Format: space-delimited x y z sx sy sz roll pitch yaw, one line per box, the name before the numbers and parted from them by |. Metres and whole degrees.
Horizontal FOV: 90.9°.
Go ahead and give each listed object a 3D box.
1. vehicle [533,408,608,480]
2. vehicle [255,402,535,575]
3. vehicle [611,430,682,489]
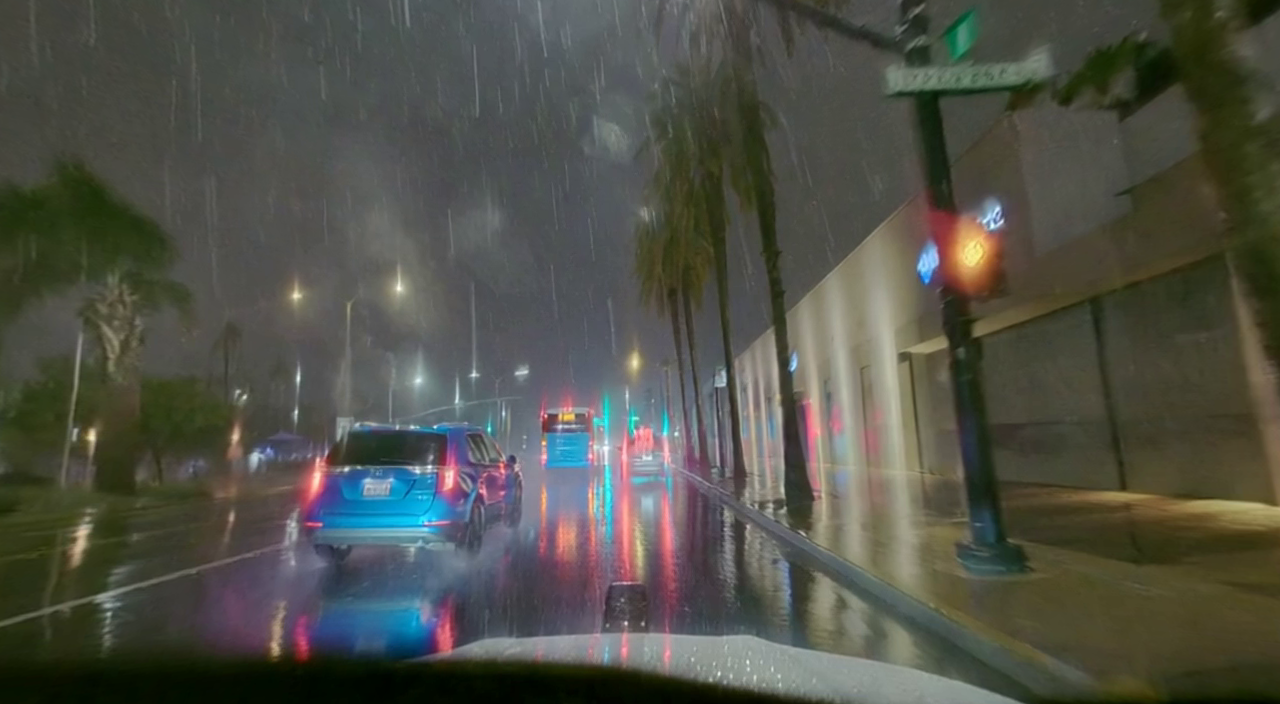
vehicle | -3.213 4.554 31.326 2.775 3.064 8.297 0 -8 0
vehicle | -2.957 1.772 8.973 2.124 1.799 4.587 0 -8 0
vehicle | 0.170 3.497 20.708 2.120 1.727 3.917 0 -8 -1
